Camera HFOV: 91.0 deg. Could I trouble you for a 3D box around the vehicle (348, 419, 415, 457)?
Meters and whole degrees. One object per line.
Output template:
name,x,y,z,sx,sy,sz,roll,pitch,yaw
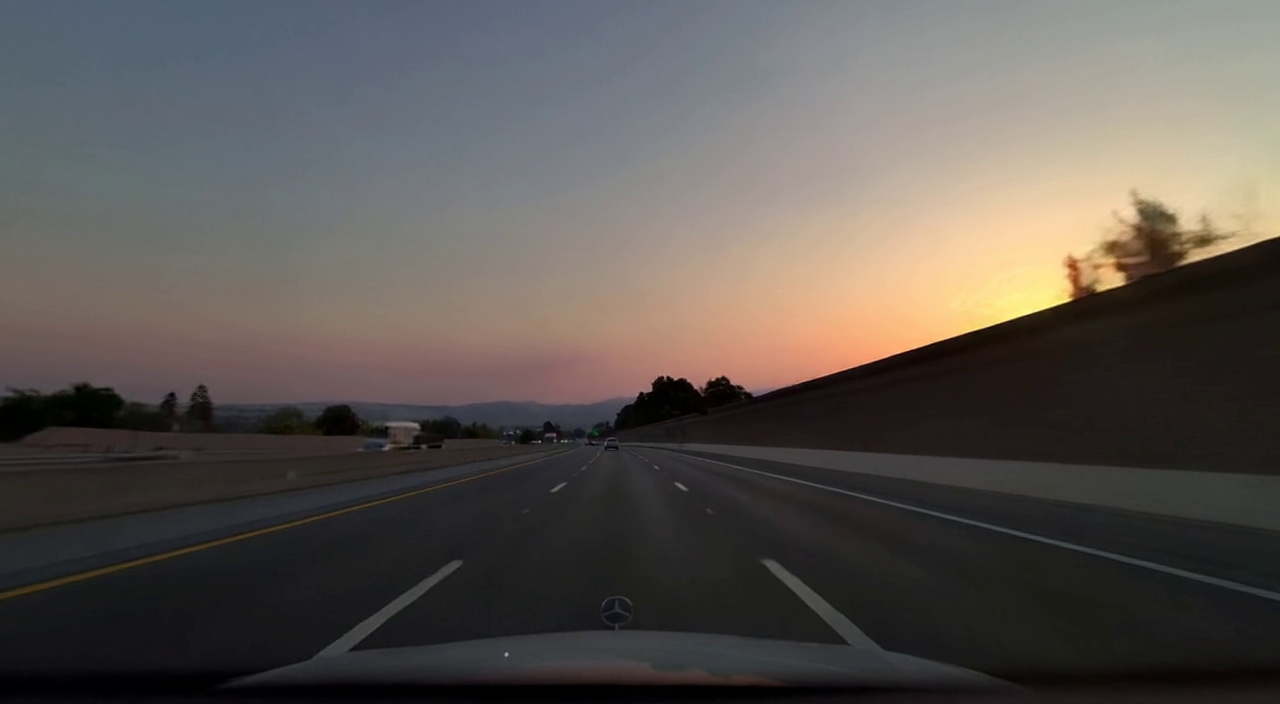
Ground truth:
vehicle,-17.712,5.968,43.484,2.329,2.433,5.654,0,-8,-1
